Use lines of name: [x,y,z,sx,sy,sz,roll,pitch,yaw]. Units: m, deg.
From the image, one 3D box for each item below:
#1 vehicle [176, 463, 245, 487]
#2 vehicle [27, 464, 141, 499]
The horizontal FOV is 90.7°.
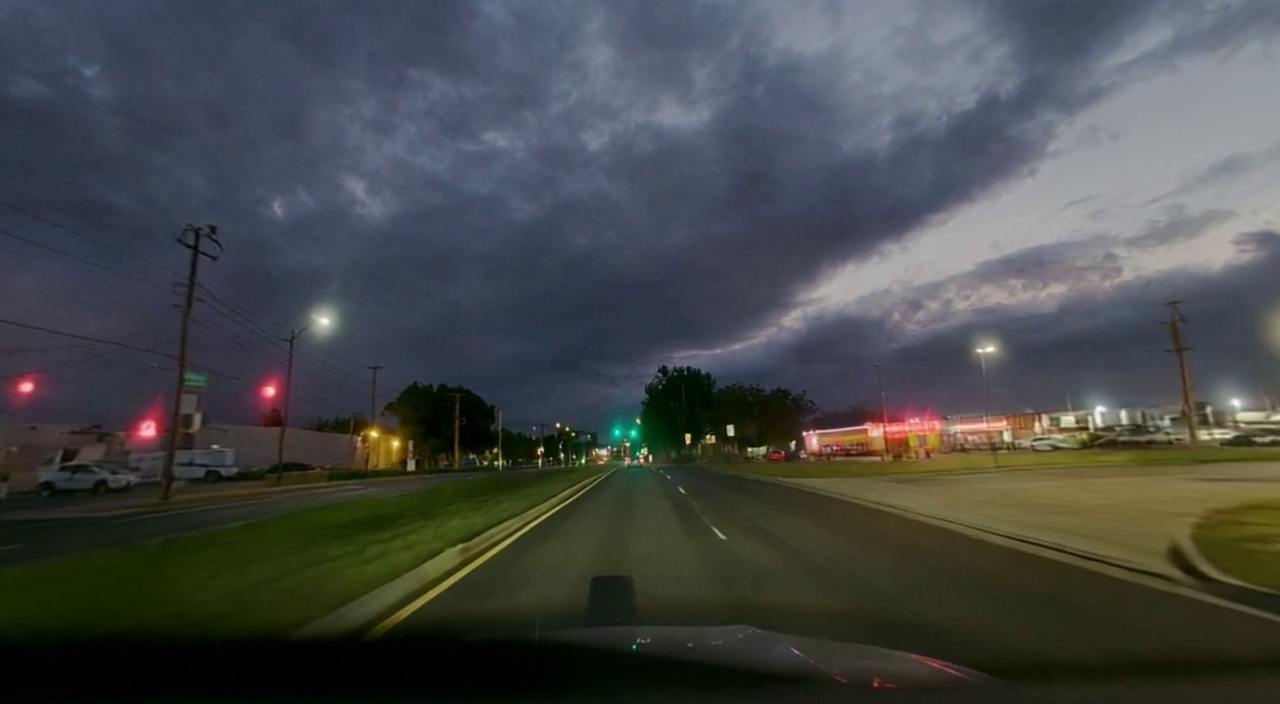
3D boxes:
vehicle: [-32.881,9.372,48.471,3.976,1.504,1.896,-3,-7,1]
vehicle: [-27.612,6.414,31.644,1.808,1.441,4.386,-1,-9,-1]
